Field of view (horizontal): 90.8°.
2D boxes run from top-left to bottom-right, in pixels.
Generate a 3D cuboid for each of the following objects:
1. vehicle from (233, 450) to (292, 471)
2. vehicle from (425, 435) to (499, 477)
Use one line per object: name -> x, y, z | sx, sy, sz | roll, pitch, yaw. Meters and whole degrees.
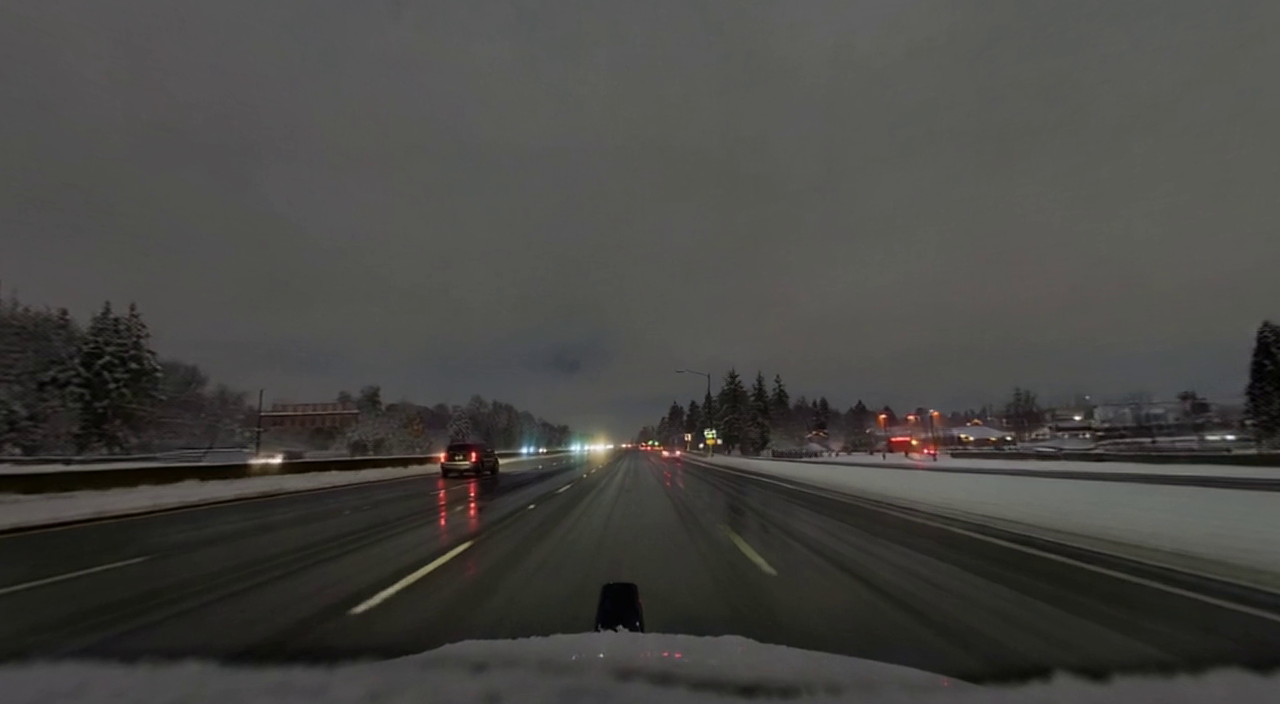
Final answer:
vehicle -> -28.827, 8.291, 48.370 | 1.793, 1.465, 4.385 | 0, -9, 0
vehicle -> -8.013, 4.716, 28.853 | 2.089, 1.724, 4.327 | 0, -9, 0
